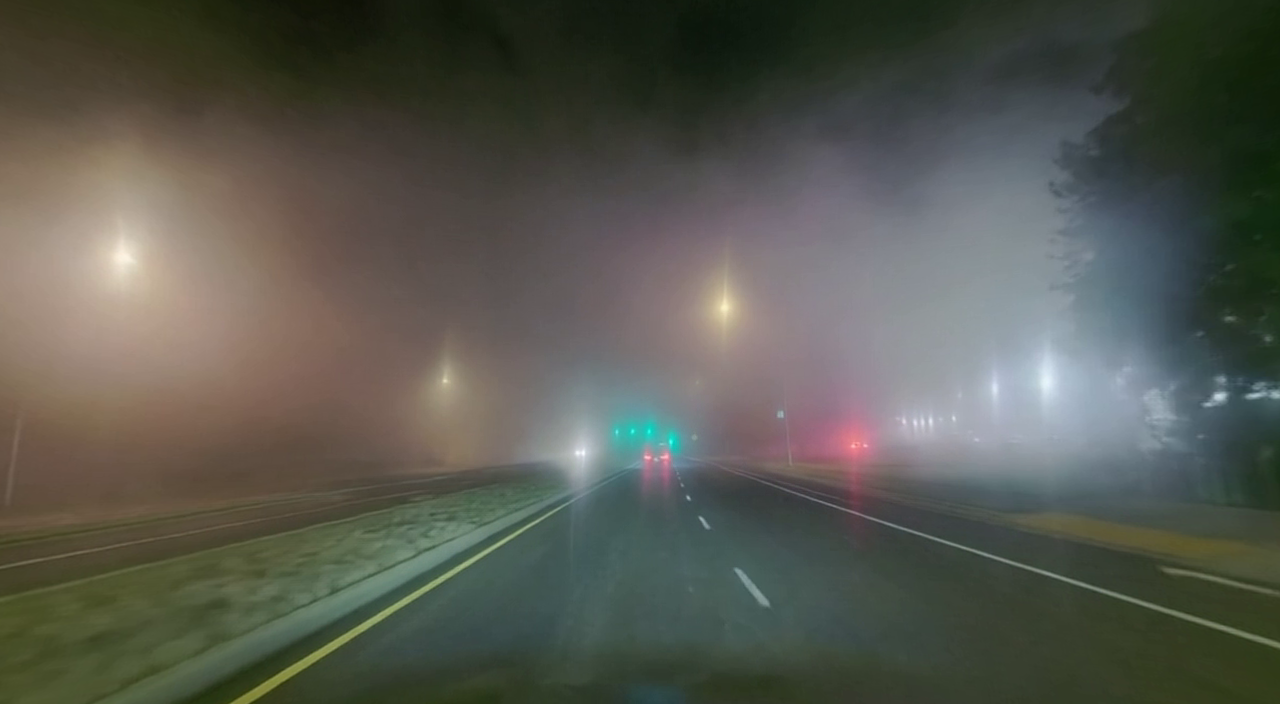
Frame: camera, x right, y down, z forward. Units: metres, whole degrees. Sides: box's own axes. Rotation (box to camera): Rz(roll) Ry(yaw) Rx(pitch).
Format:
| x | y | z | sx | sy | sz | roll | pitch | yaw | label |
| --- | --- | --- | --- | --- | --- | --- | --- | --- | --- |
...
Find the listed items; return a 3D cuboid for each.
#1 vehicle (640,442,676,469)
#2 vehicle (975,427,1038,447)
| x | y | z | sx | sy | sz | roll | pitch | yaw | label |
| --- | --- | --- | --- | --- | --- | --- | --- | --- | --- |
| 1.136 | 6.709 | 41.005 | 2.158 | 1.600 | 3.865 | -1 | -9 | 1 | vehicle |
| 28.670 | 6.715 | 49.597 | 1.847 | 1.451 | 4.470 | 1 | -8 | -7 | vehicle |
